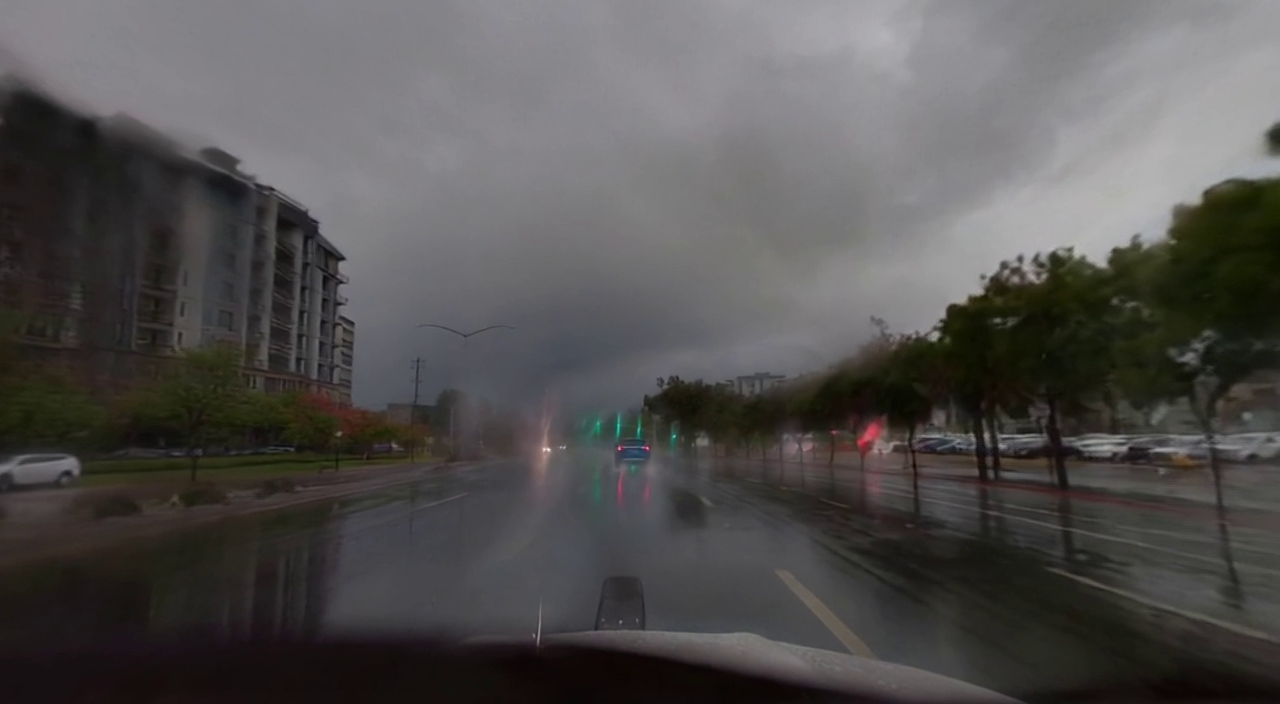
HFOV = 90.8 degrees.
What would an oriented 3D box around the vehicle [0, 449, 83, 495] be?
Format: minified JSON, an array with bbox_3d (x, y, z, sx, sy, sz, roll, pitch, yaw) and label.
[{"bbox_3d":[-27.013,5.087,27.030,1.978,1.835,4.932,1,-8,-3],"label":"vehicle"}]

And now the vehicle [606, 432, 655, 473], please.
[{"bbox_3d":[-0.494,4.935,31.267,2.260,1.872,4.578,0,-8,-1],"label":"vehicle"}]
